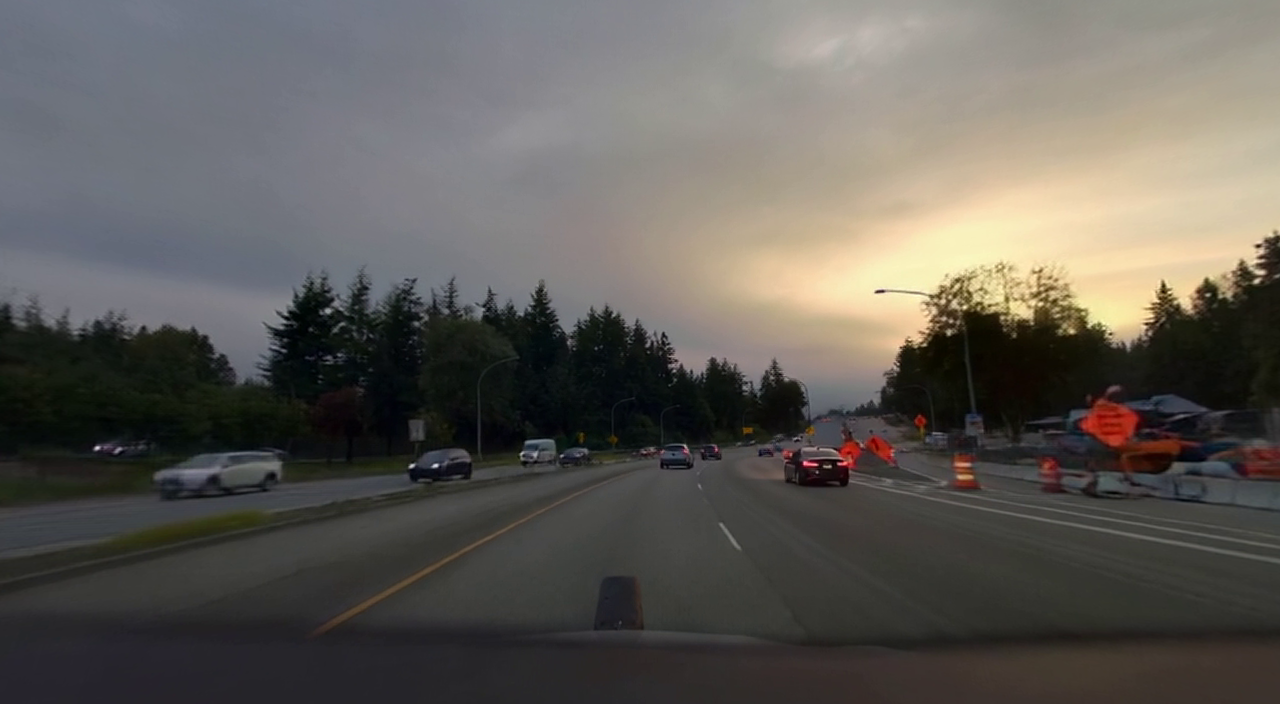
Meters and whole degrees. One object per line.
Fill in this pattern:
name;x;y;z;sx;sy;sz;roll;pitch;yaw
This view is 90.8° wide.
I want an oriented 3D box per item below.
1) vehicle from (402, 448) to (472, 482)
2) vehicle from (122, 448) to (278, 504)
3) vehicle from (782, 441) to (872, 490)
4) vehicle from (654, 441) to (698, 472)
vehicle;-10.571;5.925;33.310;2.051;1.569;4.425;-2;-9;3
vehicle;-15.269;4.284;22.332;1.930;1.721;4.599;-1;-9;4
vehicle;6.222;3.812;21.532;2.044;1.474;4.083;-1;-9;4
vehicle;2.177;6.152;37.362;2.201;1.676;4.541;-1;-9;8
